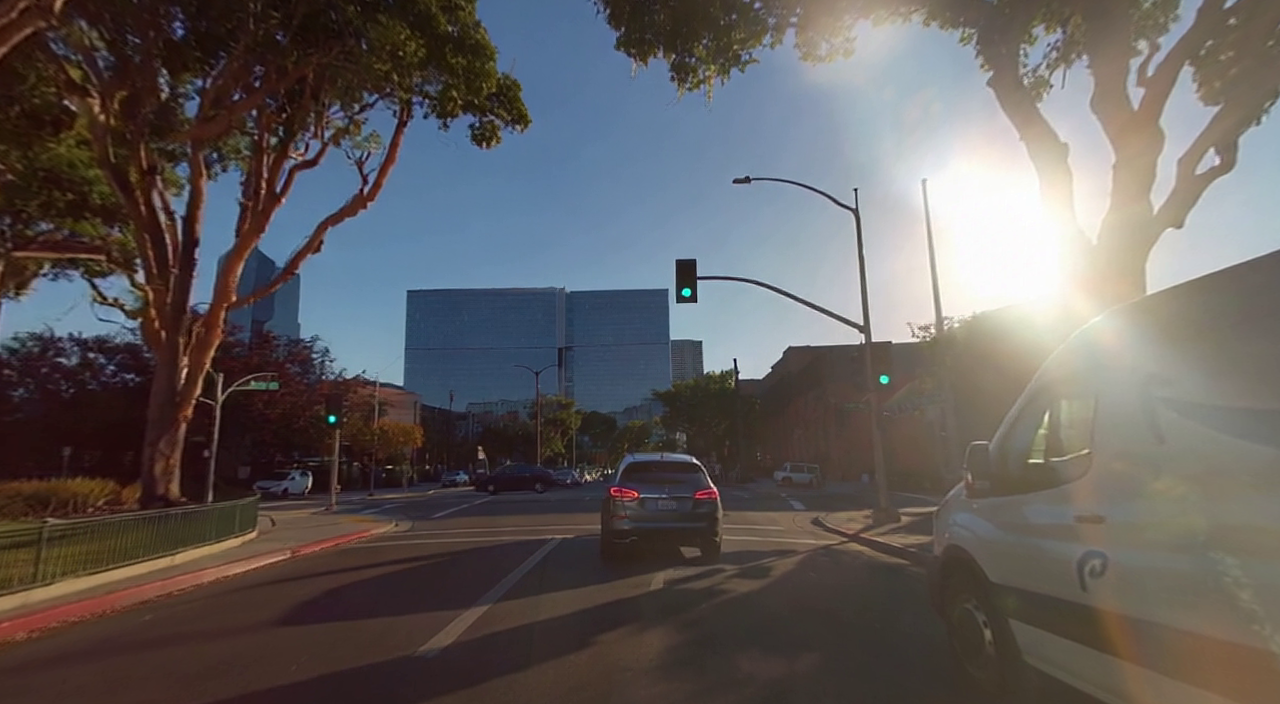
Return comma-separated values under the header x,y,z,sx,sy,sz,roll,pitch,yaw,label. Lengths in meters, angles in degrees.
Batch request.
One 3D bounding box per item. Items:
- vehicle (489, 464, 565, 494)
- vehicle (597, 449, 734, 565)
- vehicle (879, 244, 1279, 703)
x,y,z,sx,sy,sz,roll,pitch,yaw,label
-6.874,7.785,38.852,1.993,1.692,4.675,-6,-12,31,vehicle
0.302,2.571,10.944,1.961,1.629,3.610,1,-11,-2,vehicle
2.839,0.762,2.104,2.054,1.965,5.248,0,-11,1,vehicle
